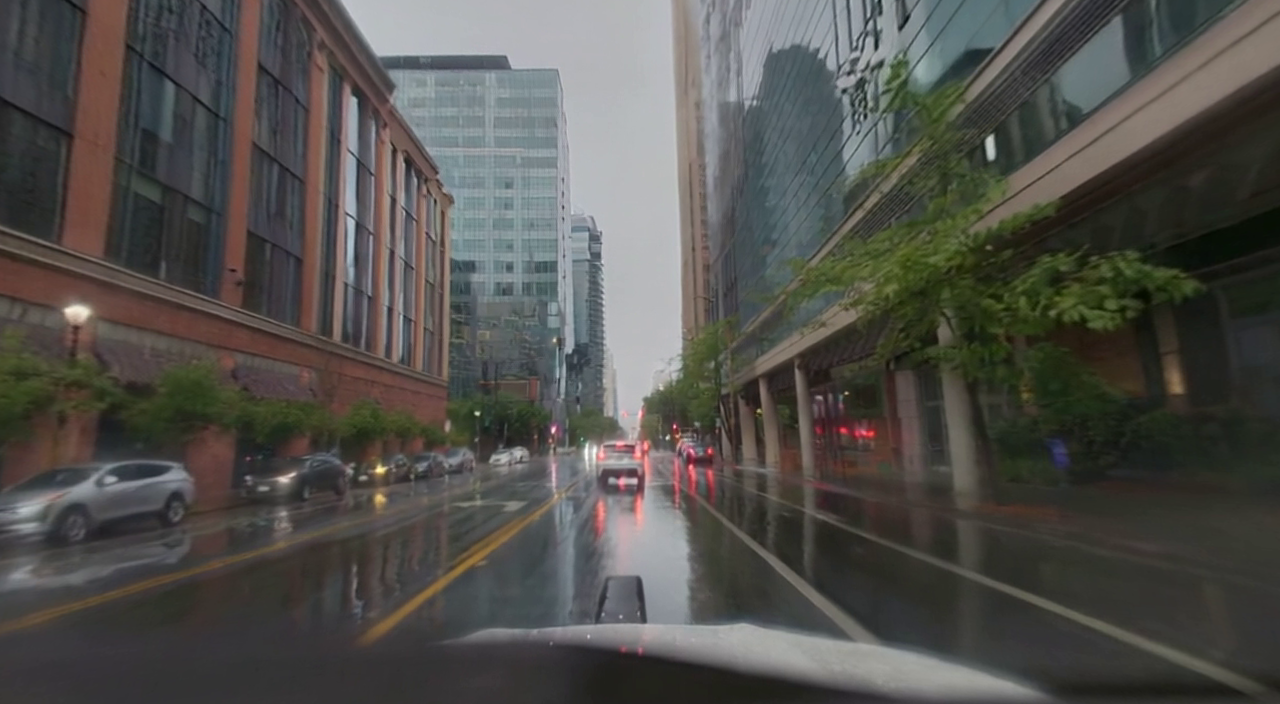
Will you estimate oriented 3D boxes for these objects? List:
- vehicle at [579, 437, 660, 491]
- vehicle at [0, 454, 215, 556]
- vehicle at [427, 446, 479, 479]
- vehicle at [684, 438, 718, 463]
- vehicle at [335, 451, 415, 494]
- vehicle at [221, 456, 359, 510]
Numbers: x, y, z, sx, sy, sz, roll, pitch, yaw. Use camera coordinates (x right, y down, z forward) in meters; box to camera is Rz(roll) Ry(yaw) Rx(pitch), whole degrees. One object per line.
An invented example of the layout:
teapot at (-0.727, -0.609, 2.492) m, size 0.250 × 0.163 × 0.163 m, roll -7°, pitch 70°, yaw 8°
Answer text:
vehicle at (-0.597, 3.428, 19.736) m, size 2.269 × 1.479 × 3.980 m, roll 0°, pitch -8°, yaw -1°
vehicle at (-11.948, 3.133, 13.742) m, size 2.077 × 1.732 × 4.704 m, roll 0°, pitch -8°, yaw 0°
vehicle at (-12.180, 7.208, 41.476) m, size 2.090 × 1.784 × 4.832 m, roll -4°, pitch -8°, yaw -2°
vehicle at (4.234, 6.948, 44.583) m, size 1.924 × 1.645 × 4.528 m, roll -1°, pitch -8°, yaw -1°
vehicle at (-12.213, 5.540, 29.400) m, size 1.976 × 1.577 × 4.091 m, roll -5°, pitch -8°, yaw -1°
vehicle at (-11.861, 4.432, 21.885) m, size 1.991 × 1.507 × 4.879 m, roll 0°, pitch -8°, yaw 0°
